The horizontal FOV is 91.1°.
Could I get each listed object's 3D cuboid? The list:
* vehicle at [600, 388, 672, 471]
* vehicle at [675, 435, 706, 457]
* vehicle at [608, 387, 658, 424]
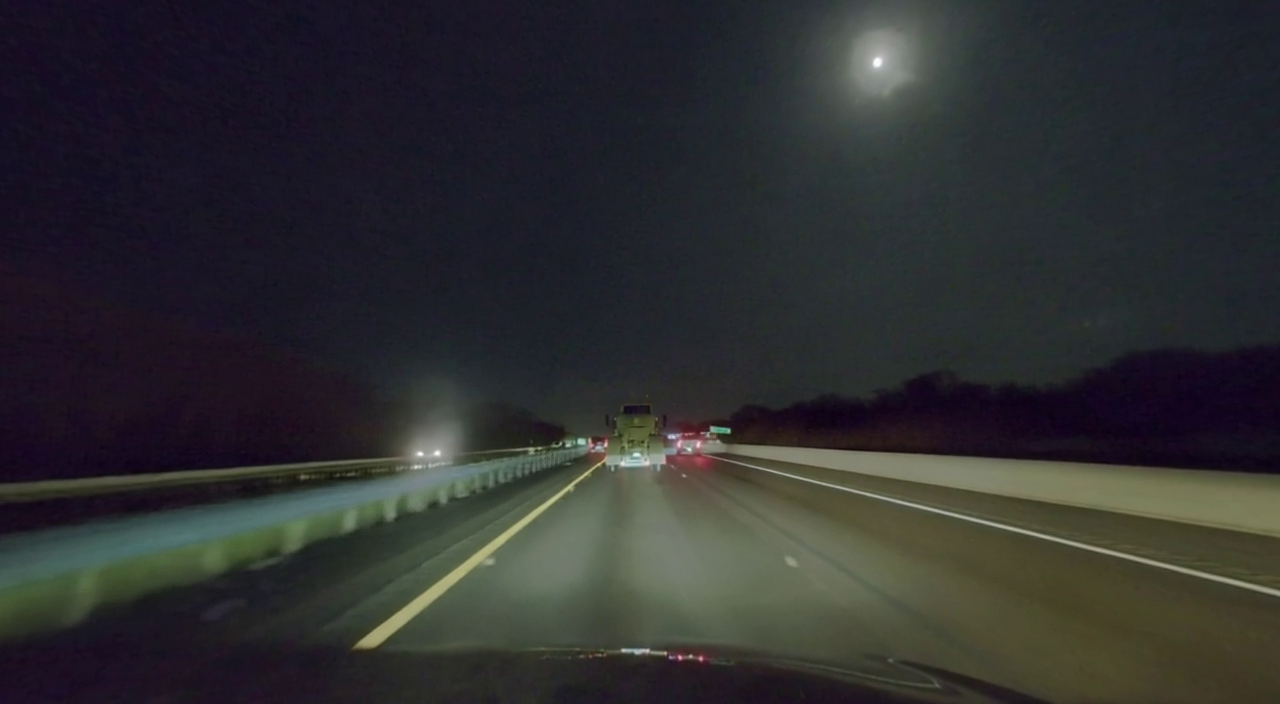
[{"bbox_3d":[-0.375,4.080,32.882,2.953,3.406,13.372,0,-7,-2],"label":"vehicle"},{"bbox_3d":[3.697,6.896,46.363,1.910,1.492,4.324,0,-8,0],"label":"vehicle"},{"bbox_3d":[-0.282,2.482,28.429,2.112,1.472,4.240,0,-8,0],"label":"vehicle"}]
